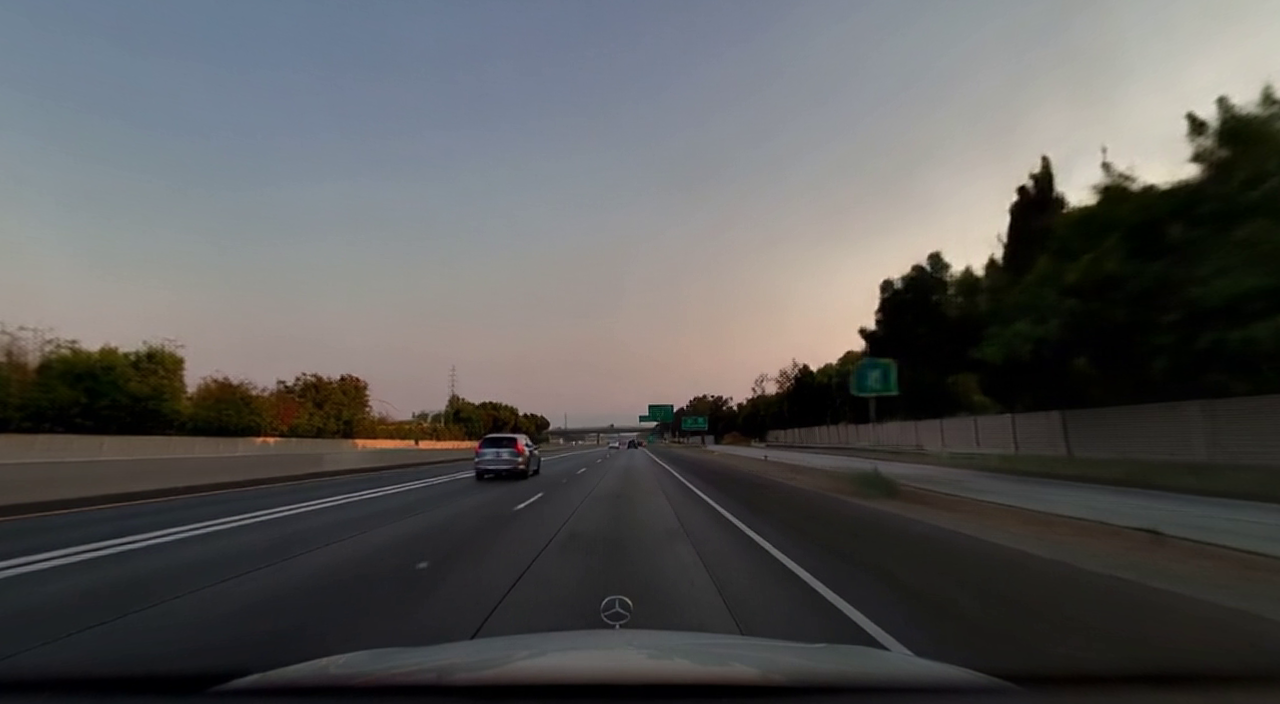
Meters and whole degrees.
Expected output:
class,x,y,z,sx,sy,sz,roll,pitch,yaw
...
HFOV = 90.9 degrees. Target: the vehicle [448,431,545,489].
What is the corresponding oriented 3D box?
class,x,y,z,sx,sy,sz,roll,pitch,yaw
vehicle,-4.442,3.378,20.244,2.129,1.641,4.263,0,-8,0
